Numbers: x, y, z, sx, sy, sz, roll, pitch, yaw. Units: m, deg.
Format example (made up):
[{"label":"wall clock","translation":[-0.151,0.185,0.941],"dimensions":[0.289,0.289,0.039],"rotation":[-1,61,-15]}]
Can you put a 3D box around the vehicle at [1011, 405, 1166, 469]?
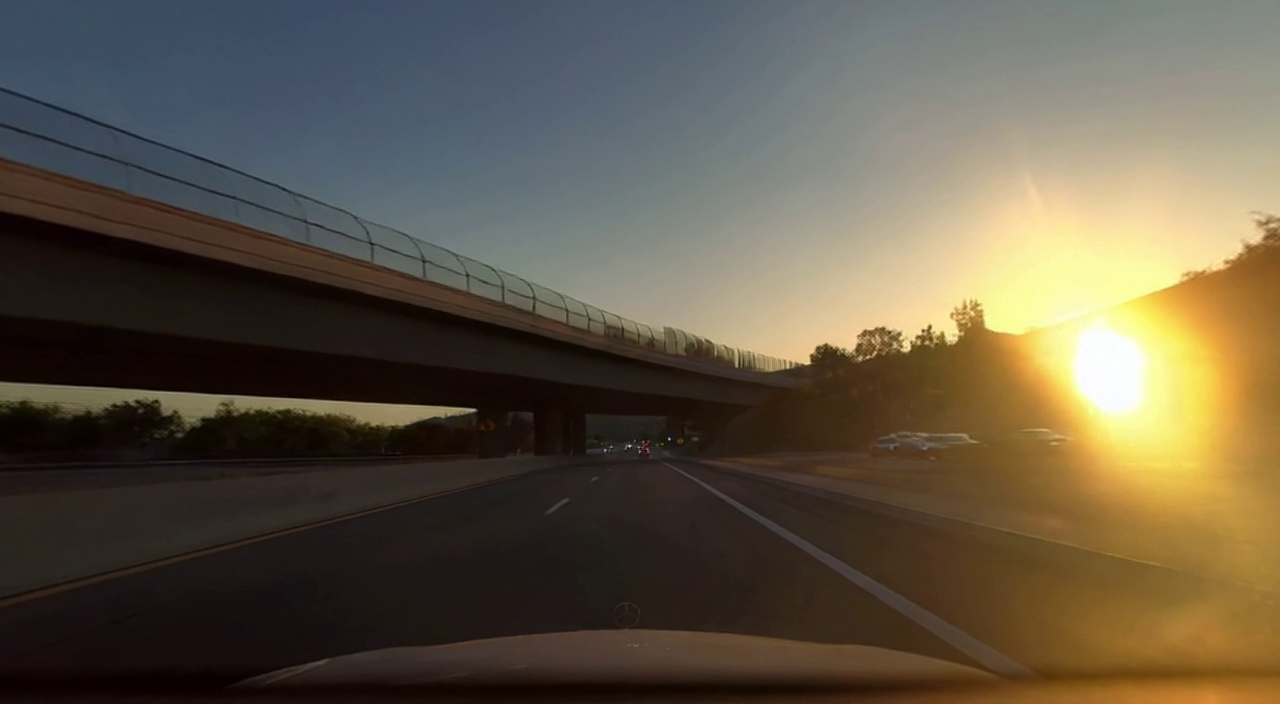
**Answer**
[{"label":"vehicle","translation":[29.947,5.846,42.972],"dimensions":[2.849,3.823,9.839],"rotation":[0,-9,-3]}]

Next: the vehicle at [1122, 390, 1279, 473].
[{"label":"vehicle","translation":[30.291,4.310,33.419],"dimensions":[2.774,3.876,8.078],"rotation":[0,-9,-1]}]
